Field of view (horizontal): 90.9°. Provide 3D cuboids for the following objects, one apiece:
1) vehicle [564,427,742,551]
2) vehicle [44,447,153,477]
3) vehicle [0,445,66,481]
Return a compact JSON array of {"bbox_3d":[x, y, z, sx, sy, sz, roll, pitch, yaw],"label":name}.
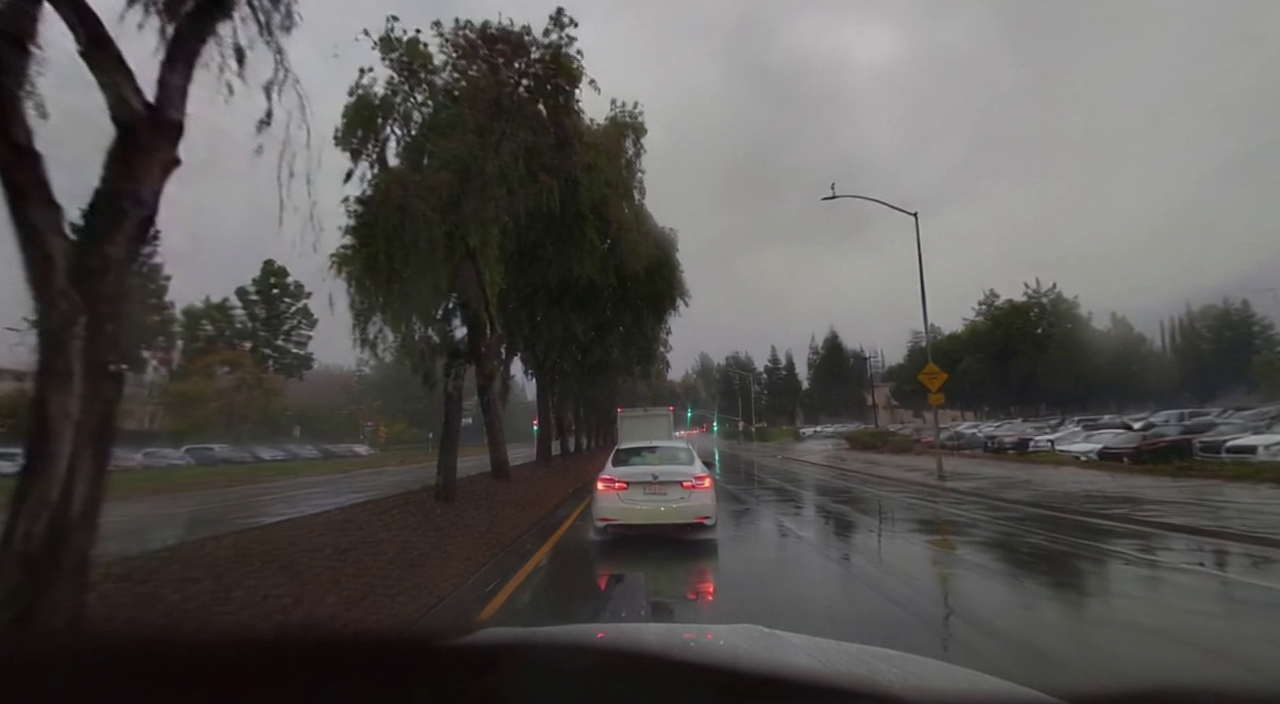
[{"bbox_3d":[0.112,1.911,9.514,2.093,1.442,3.977,0,-8,-1],"label":"vehicle"},{"bbox_3d":[-30.083,6.097,35.128,4.342,1.621,1.967,-1,-8,4],"label":"vehicle"},{"bbox_3d":[-30.299,5.309,29.882,4.266,1.600,1.877,-3,-8,-2],"label":"vehicle"}]
